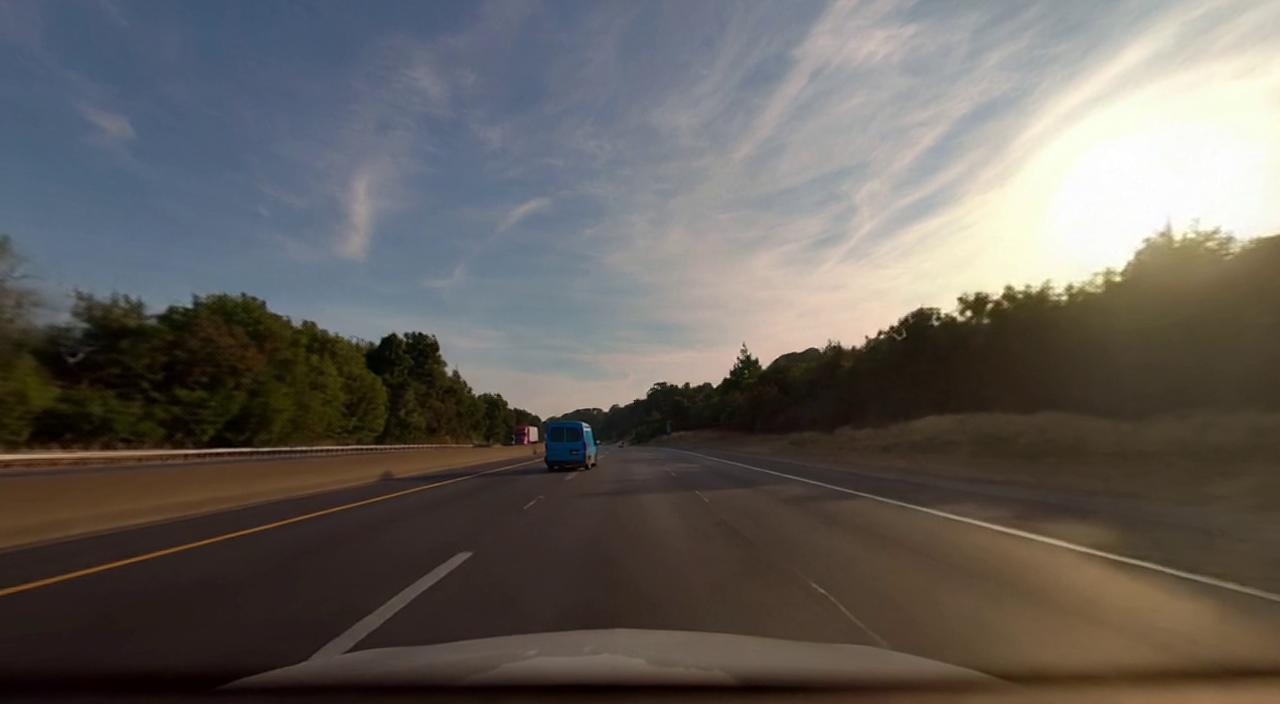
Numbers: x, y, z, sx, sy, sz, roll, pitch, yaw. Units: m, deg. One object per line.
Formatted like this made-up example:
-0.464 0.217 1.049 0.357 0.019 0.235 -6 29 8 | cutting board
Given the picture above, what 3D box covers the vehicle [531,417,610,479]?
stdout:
-2.363 3.429 22.790 2.297 2.011 4.736 0 -8 0 | vehicle
